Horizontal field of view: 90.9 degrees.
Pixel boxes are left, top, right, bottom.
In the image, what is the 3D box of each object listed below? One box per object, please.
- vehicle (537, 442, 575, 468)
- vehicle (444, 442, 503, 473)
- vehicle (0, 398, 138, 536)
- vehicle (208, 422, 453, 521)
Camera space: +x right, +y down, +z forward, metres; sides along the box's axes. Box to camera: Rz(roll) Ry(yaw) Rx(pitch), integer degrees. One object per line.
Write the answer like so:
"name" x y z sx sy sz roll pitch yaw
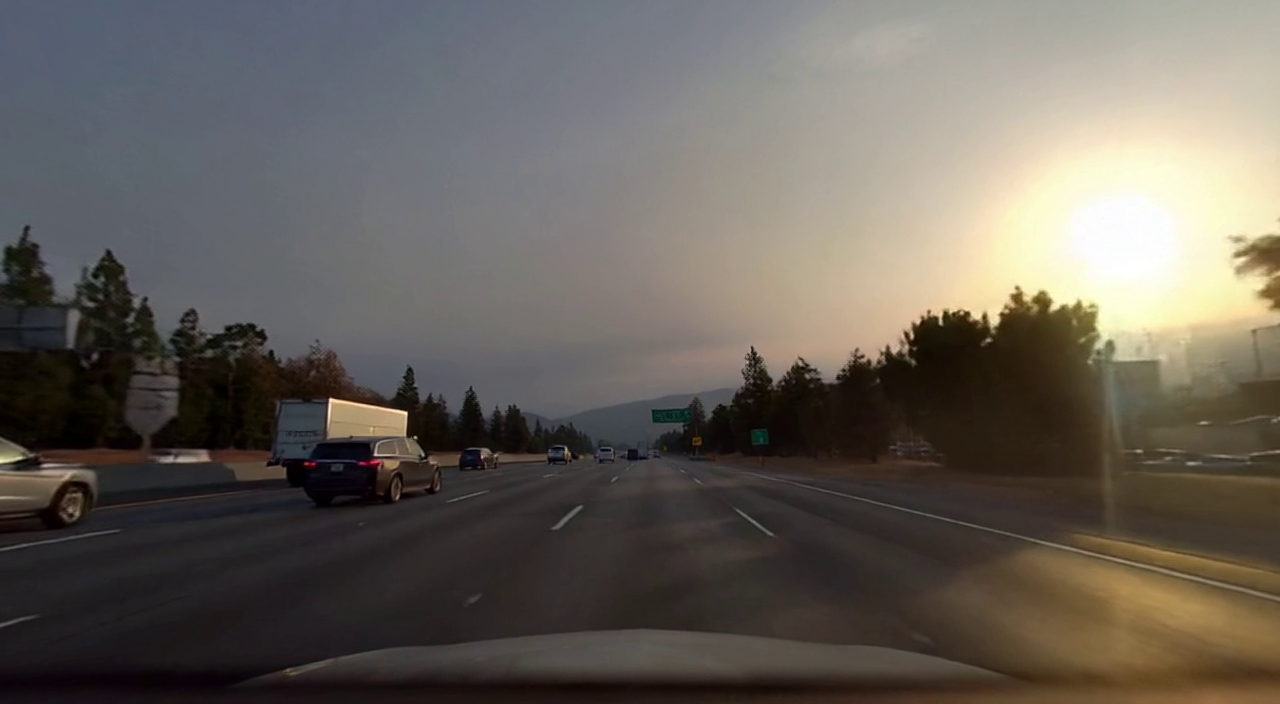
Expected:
"vehicle" -5.944 7.328 45.136 2.009 1.735 4.358 0 -8 1
"vehicle" -9.540 6.082 36.570 2.060 1.662 4.469 0 -8 2
"vehicle" -10.293 1.513 8.136 2.576 1.922 6.067 0 -8 1
"vehicle" -6.502 2.608 14.534 2.403 1.773 6.276 0 -8 1
